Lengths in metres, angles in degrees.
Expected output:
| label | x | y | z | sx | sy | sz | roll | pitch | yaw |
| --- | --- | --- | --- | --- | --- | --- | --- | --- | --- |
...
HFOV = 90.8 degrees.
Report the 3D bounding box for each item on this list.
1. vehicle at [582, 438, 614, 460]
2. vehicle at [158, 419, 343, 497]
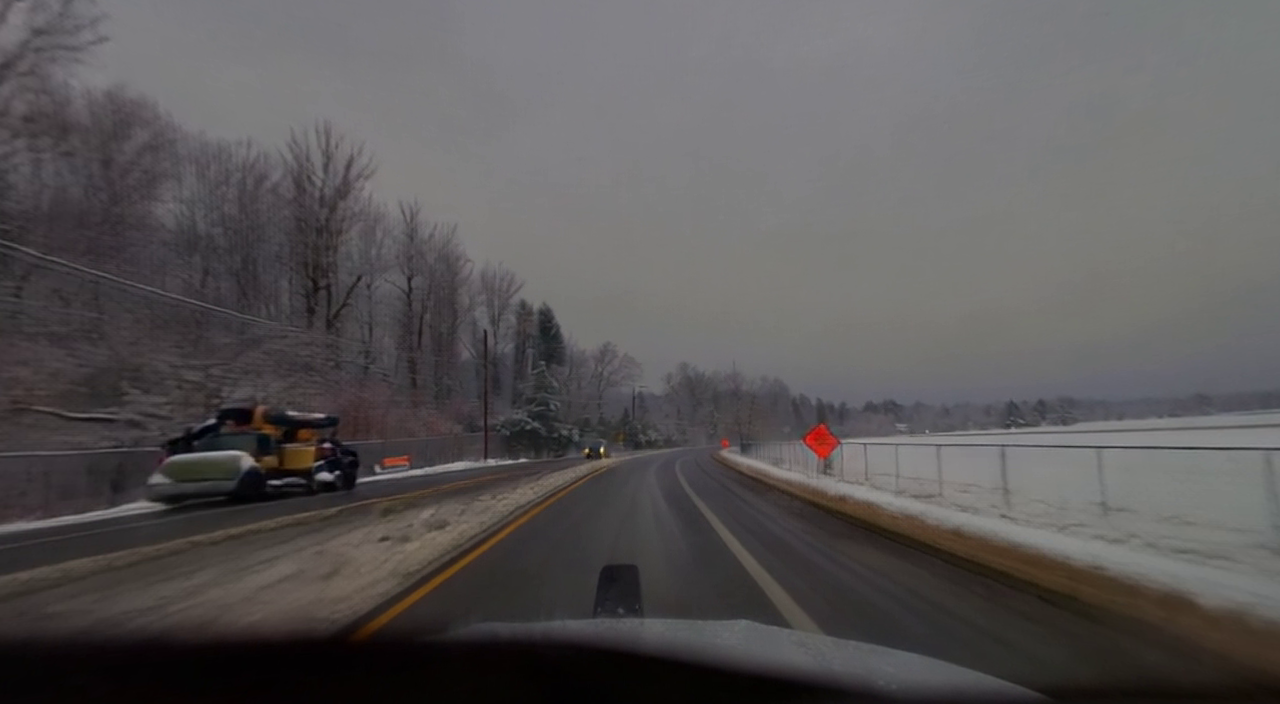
| label | x | y | z | sx | sy | sz | roll | pitch | yaw |
| --- | --- | --- | --- | --- | --- | --- | --- | --- | --- |
| vehicle | -3.009 | 7.075 | 46.225 | 1.737 | 1.525 | 3.760 | -1 | -8 | 5 |
| vehicle | -12.056 | 3.312 | 20.305 | 2.244 | 2.022 | 6.102 | -2 | -8 | -2 |
